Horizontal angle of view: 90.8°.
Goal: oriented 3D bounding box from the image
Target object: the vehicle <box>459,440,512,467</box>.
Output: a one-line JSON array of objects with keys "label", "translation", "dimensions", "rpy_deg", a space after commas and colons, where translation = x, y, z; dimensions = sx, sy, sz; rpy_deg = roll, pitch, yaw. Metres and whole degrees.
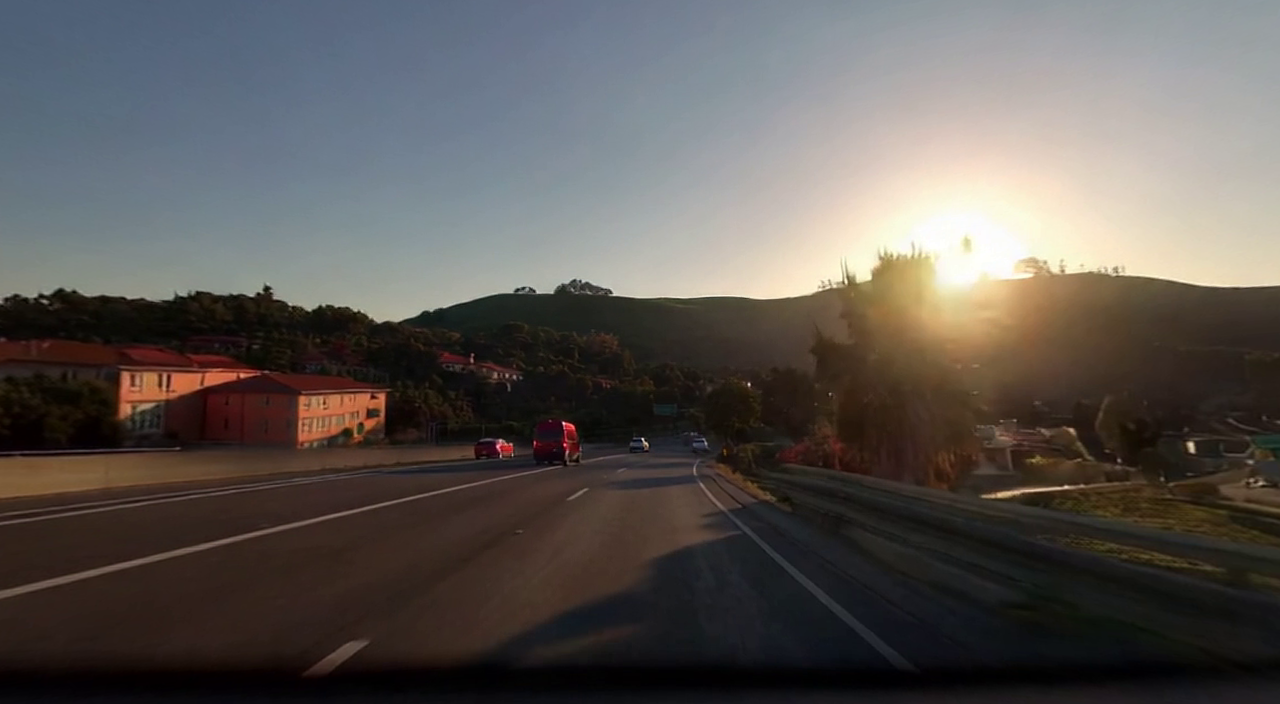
[{"label": "vehicle", "translation": [-9.250, 6.120, 38.171], "dimensions": [1.821, 1.524, 4.342], "rpy_deg": [-1, -9, 4]}]

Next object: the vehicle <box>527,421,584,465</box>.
[{"label": "vehicle", "translation": [-5.527, 6.119, 42.278], "dimensions": [2.314, 2.703, 6.441], "rpy_deg": [-1, -9, 5]}]
